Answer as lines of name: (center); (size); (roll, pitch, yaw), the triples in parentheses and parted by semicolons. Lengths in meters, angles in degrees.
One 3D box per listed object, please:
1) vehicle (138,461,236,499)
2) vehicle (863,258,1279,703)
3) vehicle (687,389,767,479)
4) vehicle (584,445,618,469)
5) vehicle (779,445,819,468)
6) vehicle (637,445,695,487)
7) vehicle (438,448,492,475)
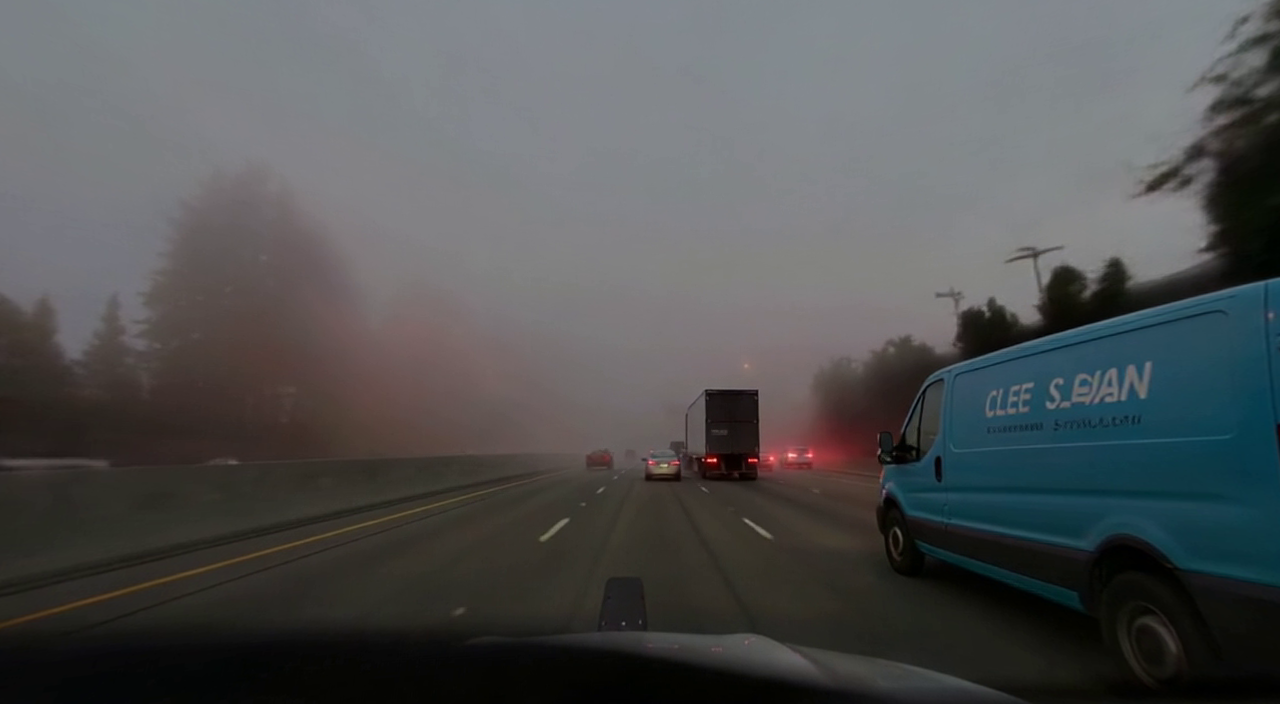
vehicle: (-23.389, 6.581, 32.824); (1.872, 1.709, 4.341); (0, -9, -1)
vehicle: (3.669, 0.903, 3.975); (2.441, 2.017, 5.739); (0, -9, 1)
vehicle: (4.423, 4.680, 35.047); (2.821, 4.077, 12.562); (0, -9, 1)
vehicle: (-2.797, 7.664, 46.196); (2.182, 1.601, 4.364); (0, -9, 1)
vehicle: (11.269, 7.444, 44.907); (1.870, 1.525, 3.680); (0, -9, 0)
vehicle: (0.928, 4.416, 24.752); (2.063, 1.469, 4.208); (0, -9, 0)
vehicle: (-11.731, 7.335, 42.642); (2.115, 1.685, 4.831); (0, -9, 1)
